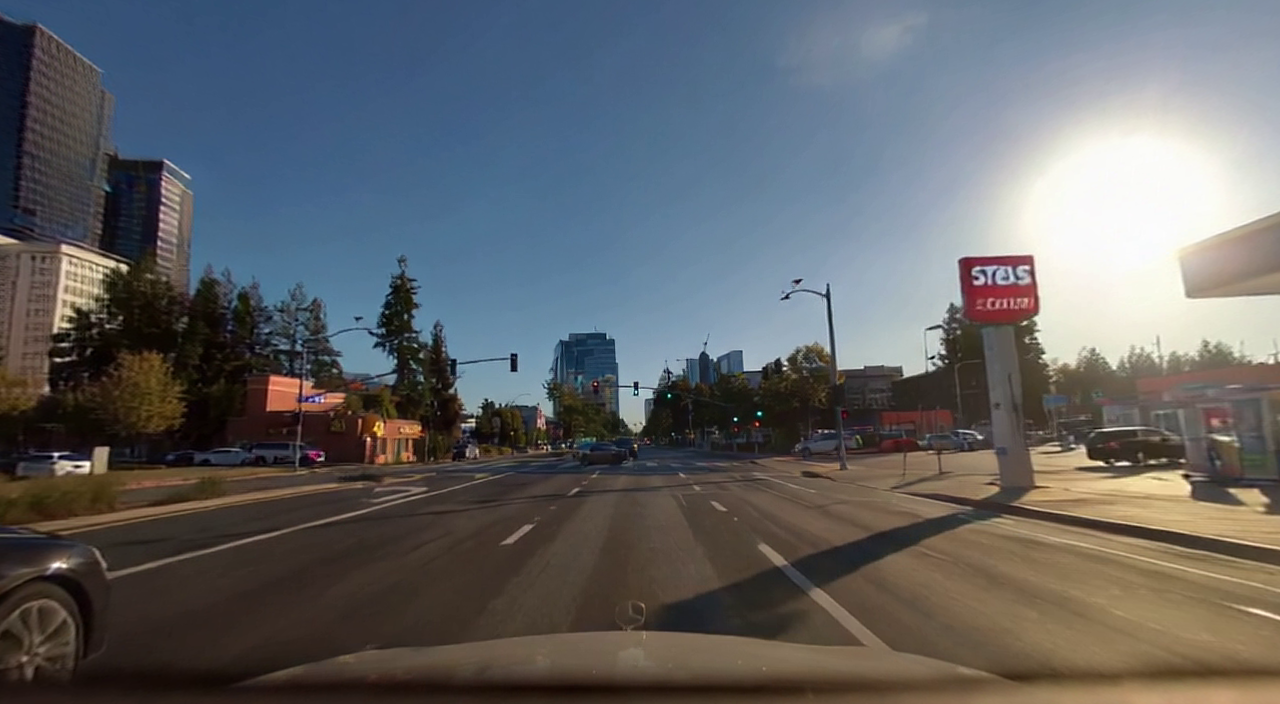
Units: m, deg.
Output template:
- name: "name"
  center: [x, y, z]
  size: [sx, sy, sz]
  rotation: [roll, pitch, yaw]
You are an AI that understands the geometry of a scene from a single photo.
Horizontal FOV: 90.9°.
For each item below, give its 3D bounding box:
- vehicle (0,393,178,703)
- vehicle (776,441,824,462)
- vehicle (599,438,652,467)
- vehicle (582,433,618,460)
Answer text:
- name: "vehicle"
  center: [-3.471, 0.706, 1.070]
  size: [2.018, 1.470, 4.346]
  rotation: [0, -8, 1]
- name: "vehicle"
  center: [11.526, 7.101, 45.204]
  size: [1.810, 1.463, 4.245]
  rotation: [-6, -10, 37]
- name: "vehicle"
  center: [-0.687, 5.311, 33.526]
  size: [2.082, 1.460, 4.442]
  rotation: [-1, -8, 9]
- name: "vehicle"
  center: [-2.796, 6.745, 44.888]
  size: [2.160, 1.803, 4.419]
  rotation: [0, -8, 2]
